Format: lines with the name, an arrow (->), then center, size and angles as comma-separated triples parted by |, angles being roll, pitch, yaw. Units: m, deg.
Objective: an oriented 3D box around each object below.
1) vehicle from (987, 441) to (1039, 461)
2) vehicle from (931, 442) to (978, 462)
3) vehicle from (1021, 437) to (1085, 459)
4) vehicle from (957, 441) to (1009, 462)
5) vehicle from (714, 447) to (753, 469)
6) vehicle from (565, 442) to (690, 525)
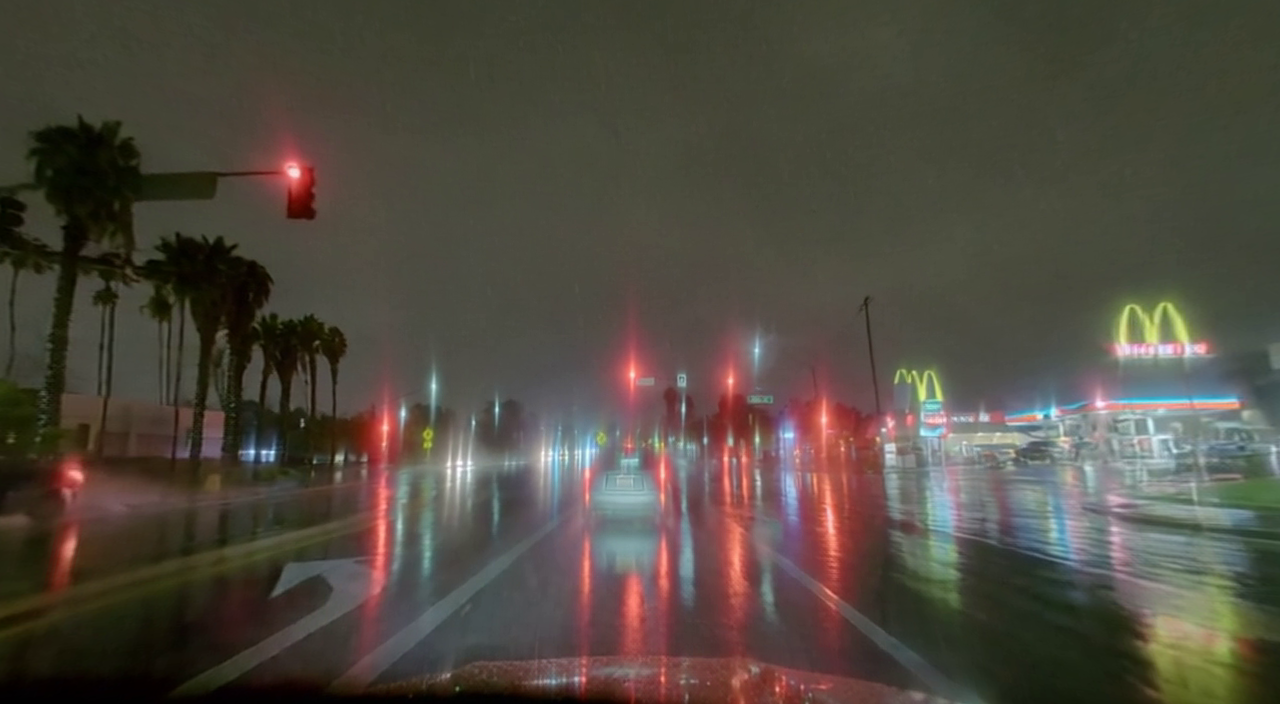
vehicle -> 29.035, 7.708, 49.269 | 1.848, 1.467, 3.941 | -1, -8, 4
vehicle -> 24.488, 7.787, 49.285 | 1.738, 1.462, 3.609 | 0, -8, 0
vehicle -> 32.028, 7.433, 49.146 | 1.903, 1.630, 4.320 | 0, -8, -1
vehicle -> 26.568, 7.722, 49.044 | 1.923, 1.501, 3.849 | -1, -8, 2
vehicle -> 6.650, 7.612, 45.480 | 2.017, 1.491, 4.420 | 0, -8, -2
vehicle -> -0.216, 2.728, 13.807 | 2.270, 1.475, 4.571 | 0, -8, 0
